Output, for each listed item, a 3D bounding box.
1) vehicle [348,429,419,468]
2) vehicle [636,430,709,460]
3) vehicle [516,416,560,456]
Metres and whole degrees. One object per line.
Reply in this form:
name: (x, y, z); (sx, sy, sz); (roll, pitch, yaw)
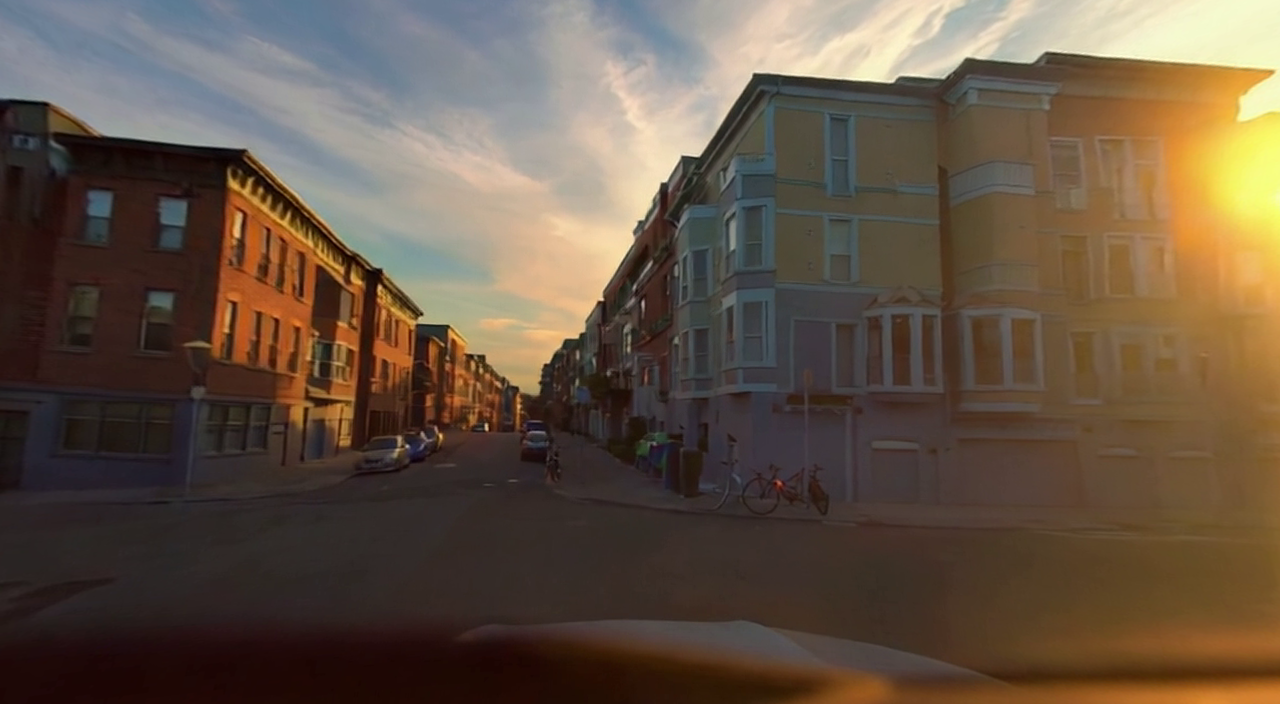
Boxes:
vehicle: (-10.302, 3.902, 25.533); (1.897, 1.431, 3.741); (2, -8, -10)
vehicle: (1.636, 4.732, 32.016); (3.404, 1.431, 1.641); (2, -8, -11)
vehicle: (-5.866, 4.774, 35.685); (2.072, 2.074, 4.358); (3, -8, -13)
